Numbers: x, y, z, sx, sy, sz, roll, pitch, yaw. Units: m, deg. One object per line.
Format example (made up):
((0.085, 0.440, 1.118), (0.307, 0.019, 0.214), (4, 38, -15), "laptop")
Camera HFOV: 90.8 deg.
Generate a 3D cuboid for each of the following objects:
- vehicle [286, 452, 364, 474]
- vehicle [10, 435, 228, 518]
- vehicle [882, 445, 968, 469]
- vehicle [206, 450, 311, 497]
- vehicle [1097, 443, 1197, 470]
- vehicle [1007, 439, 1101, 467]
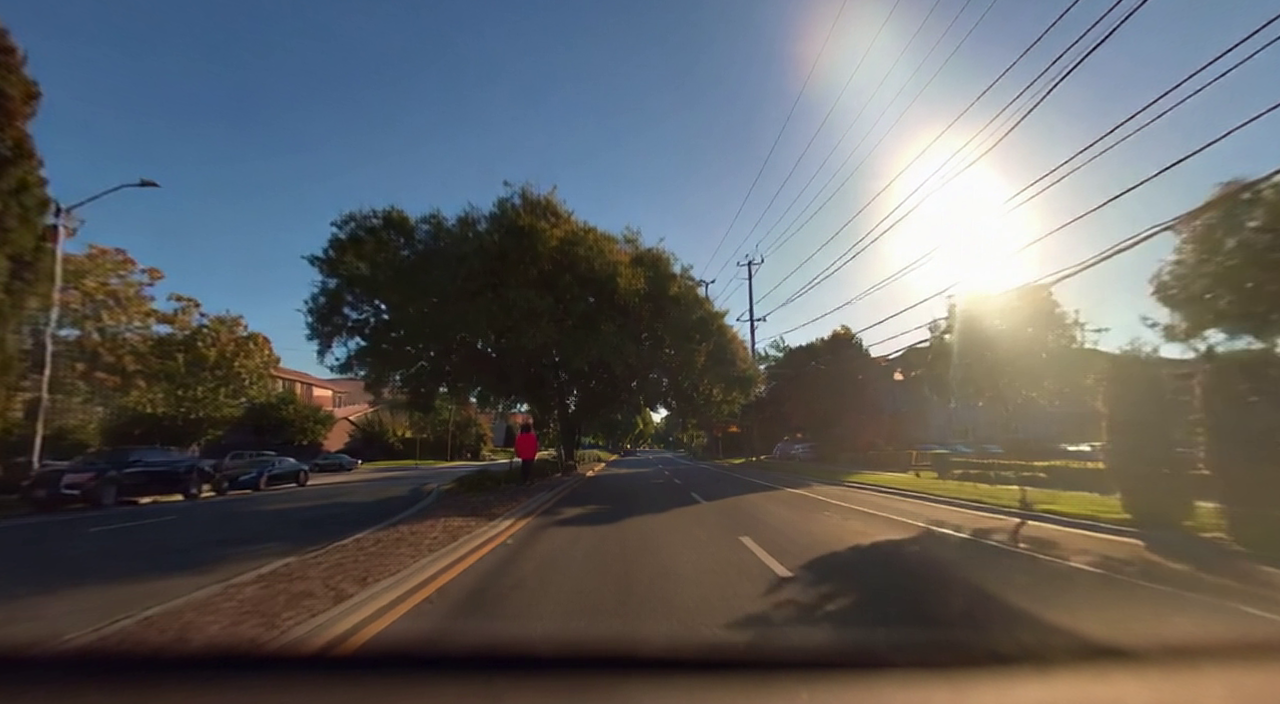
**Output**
((-21.865, 7.698, 44.017), (4.354, 1.450, 2.043), (2, -9, -10), "vehicle")
((-15.059, 3.572, 18.782), (2.298, 1.979, 4.920), (-3, -9, 0), "vehicle")
((17.473, 6.470, 38.896), (4.246, 1.427, 2.055), (0, -9, 0), "vehicle")
((-15.453, 4.897, 25.908), (2.106, 1.517, 4.632), (-3, -8, -10), "vehicle")
((33.127, 6.811, 41.449), (1.974, 1.647, 4.721), (2, -9, -15), "vehicle")
((31.318, 7.623, 48.011), (2.206, 1.971, 5.600), (3, -9, -20), "vehicle")
